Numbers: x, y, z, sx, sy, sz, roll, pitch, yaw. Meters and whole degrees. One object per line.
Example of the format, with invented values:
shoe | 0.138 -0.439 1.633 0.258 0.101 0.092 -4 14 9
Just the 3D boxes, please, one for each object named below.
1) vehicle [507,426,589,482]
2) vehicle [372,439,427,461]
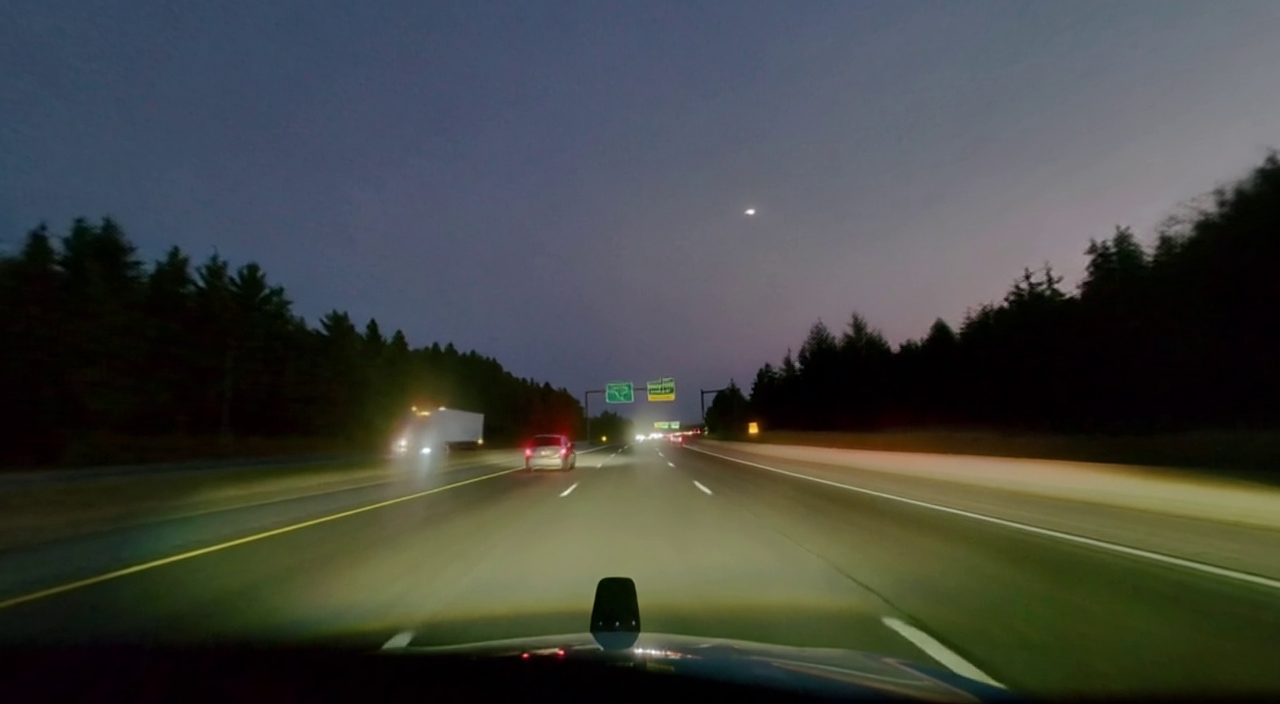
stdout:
vehicle | -2.939 3.346 20.987 2.084 1.654 4.080 0 -8 0
vehicle | -16.704 6.807 43.989 1.960 1.444 4.553 0 -8 1
